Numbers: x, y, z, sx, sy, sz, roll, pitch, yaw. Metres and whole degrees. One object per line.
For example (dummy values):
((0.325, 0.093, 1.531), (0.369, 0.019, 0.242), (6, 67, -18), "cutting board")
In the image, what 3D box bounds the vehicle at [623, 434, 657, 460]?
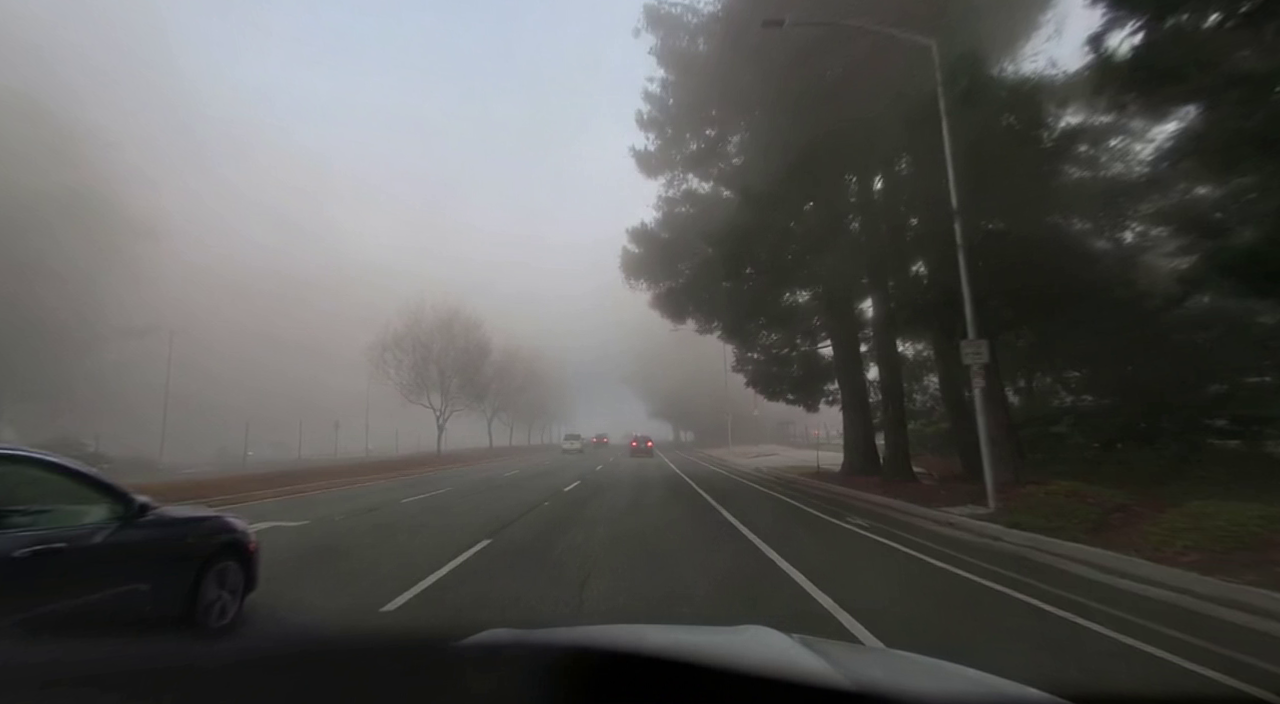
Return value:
((-0.010, 6.438, 42.914), (2.199, 1.652, 4.101), (0, -8, 0), "vehicle")

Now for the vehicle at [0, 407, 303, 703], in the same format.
((-3.767, 0.971, 2.673), (1.942, 1.462, 4.905), (0, -8, 0), "vehicle")
